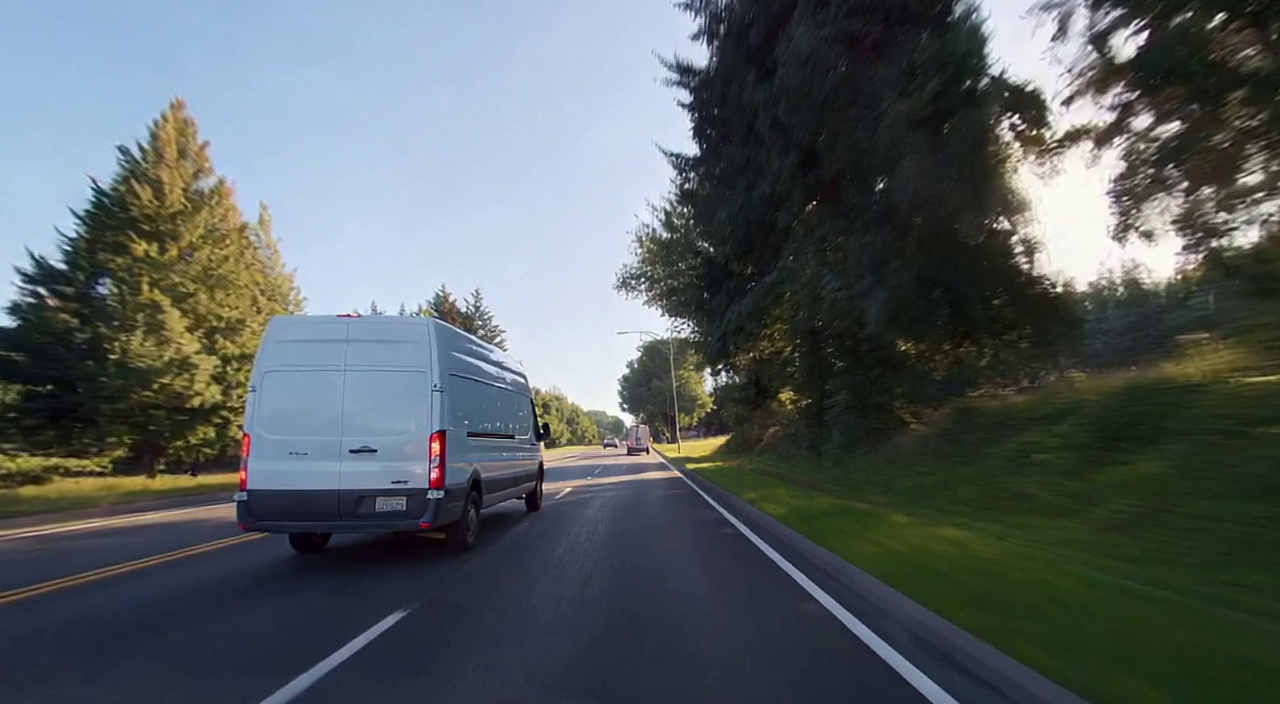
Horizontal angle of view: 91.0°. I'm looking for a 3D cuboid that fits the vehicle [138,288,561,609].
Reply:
[{"bbox_3d":[-2.734,1.177,8.202,2.497,2.628,6.016,0,-8,1],"label":"vehicle"}]
